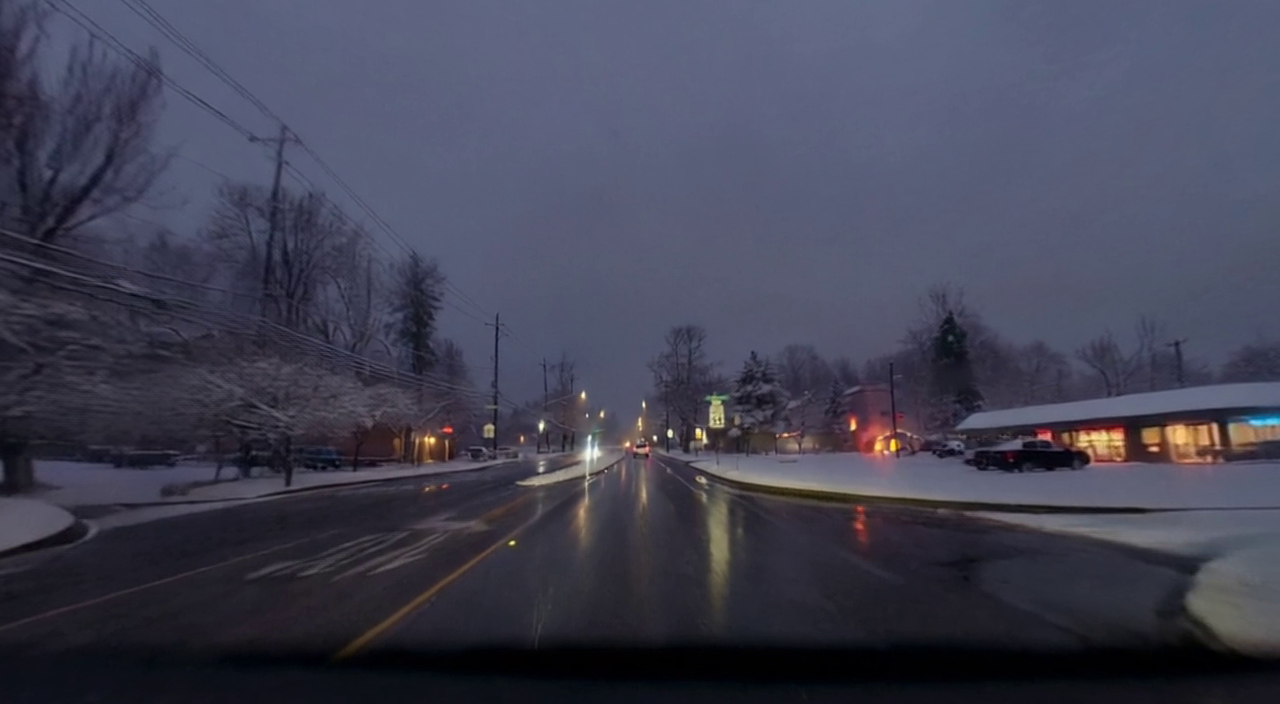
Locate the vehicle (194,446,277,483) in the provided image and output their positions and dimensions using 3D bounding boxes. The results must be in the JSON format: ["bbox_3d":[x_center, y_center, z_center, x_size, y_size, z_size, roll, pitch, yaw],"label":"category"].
[{"bbox_3d":[-17.489,4.843,27.541,2.061,1.475,4.357,3,-9,-20],"label":"vehicle"}]
